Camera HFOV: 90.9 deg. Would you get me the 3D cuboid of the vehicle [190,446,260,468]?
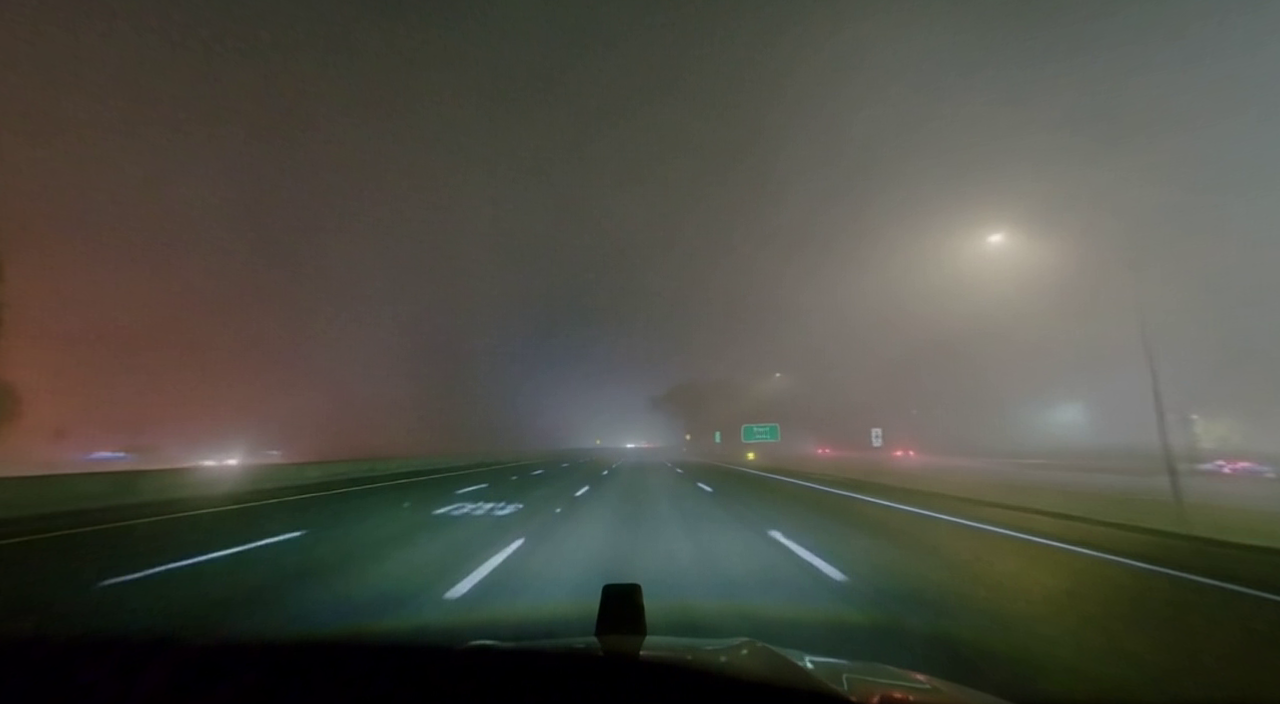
[{"bbox_3d":[-30.168,7.617,46.027,2.015,1.482,4.484,0,-8,0],"label":"vehicle"}]
